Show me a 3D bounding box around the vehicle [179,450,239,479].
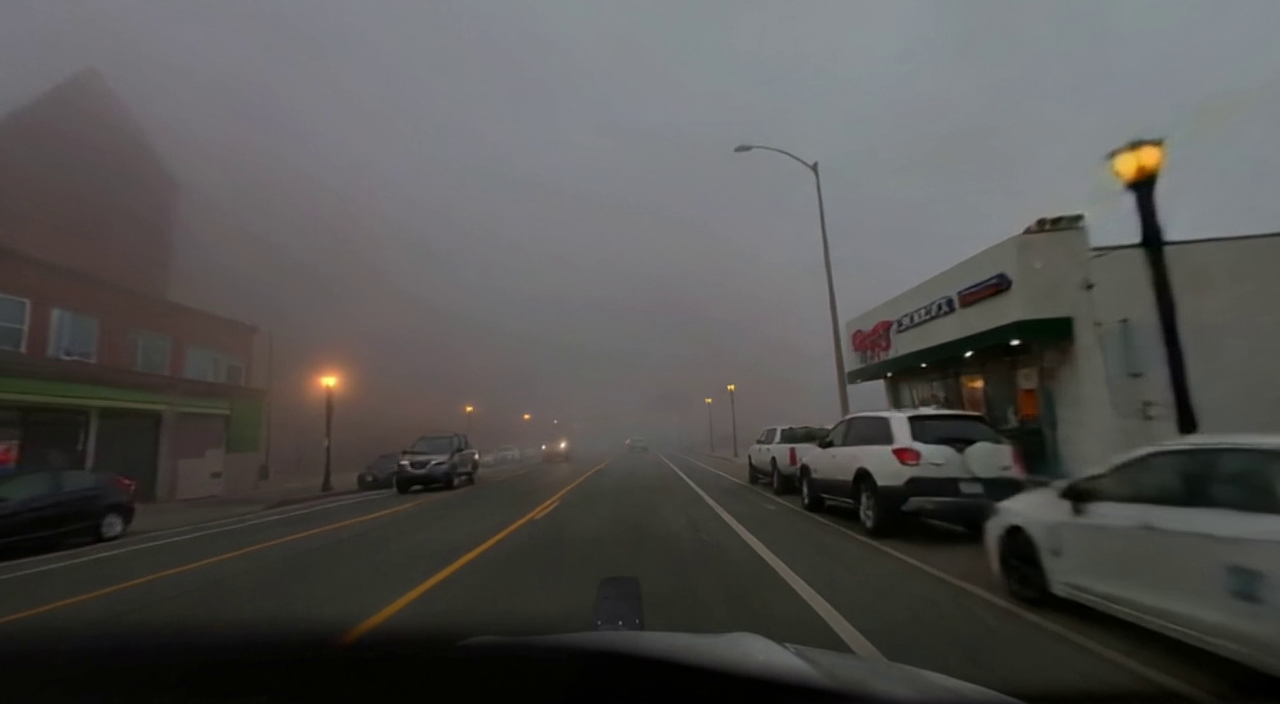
[{"bbox_3d":[-26.607,6.901,38.956,4.394,1.609,1.971,-7,-11,42],"label":"vehicle"}]

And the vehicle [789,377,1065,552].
[{"bbox_3d":[3.839,1.607,9.559,1.976,2.001,4.430,0,-8,-1],"label":"vehicle"}]

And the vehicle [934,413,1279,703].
[{"bbox_3d":[3.905,1.144,3.881,1.876,1.468,4.672,-5,-9,0],"label":"vehicle"}]

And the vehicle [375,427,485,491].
[{"bbox_3d":[-6.703,3.455,20.782,2.044,1.839,4.512,0,-8,0],"label":"vehicle"}]

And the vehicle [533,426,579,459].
[{"bbox_3d":[-5.609,6.159,43.123,2.267,2.070,5.719,0,-8,1],"label":"vehicle"}]

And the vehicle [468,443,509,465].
[{"bbox_3d":[-10.812,7.276,45.270,1.784,1.502,4.344,0,-8,1],"label":"vehicle"}]

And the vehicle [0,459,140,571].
[{"bbox_3d":[-10.749,2.632,10.355,1.930,1.621,3.853,0,-8,-1],"label":"vehicle"}]
